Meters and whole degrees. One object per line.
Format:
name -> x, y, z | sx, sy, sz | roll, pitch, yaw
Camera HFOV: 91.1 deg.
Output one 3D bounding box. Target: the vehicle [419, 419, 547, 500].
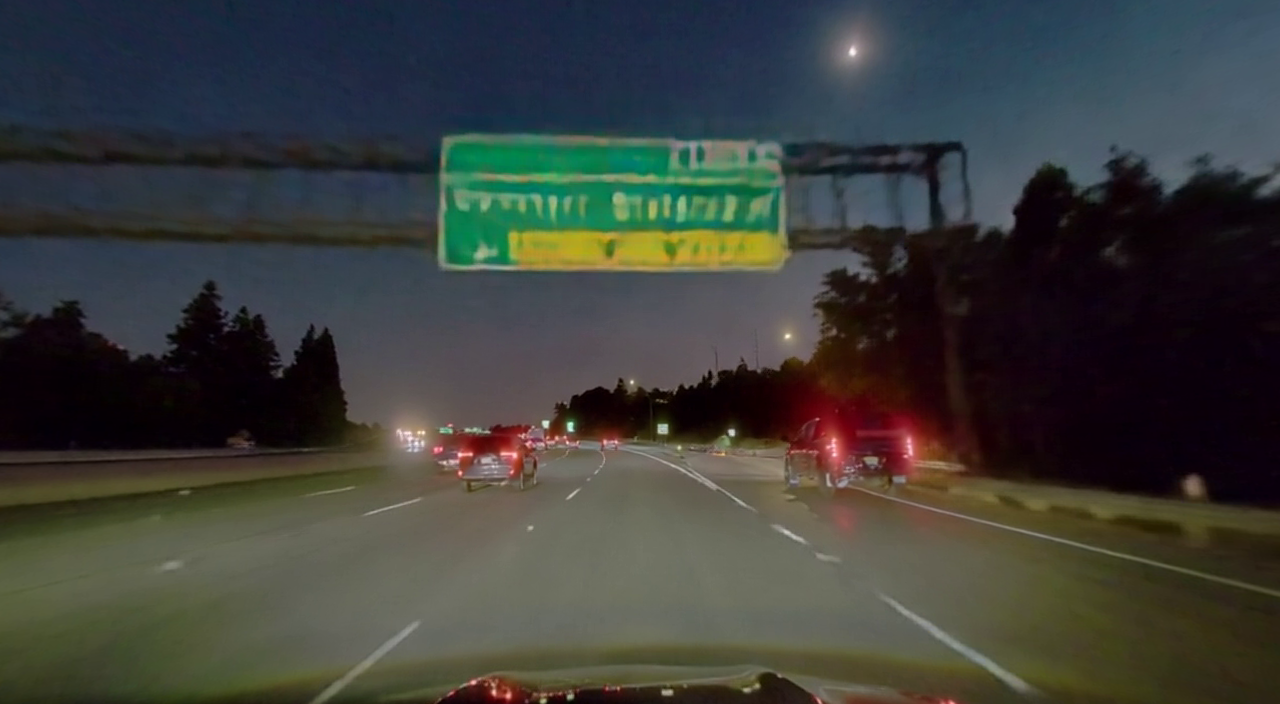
vehicle -> -3.901, 2.778, 16.665 | 2.142, 1.789, 5.009 | 0, -8, 0
